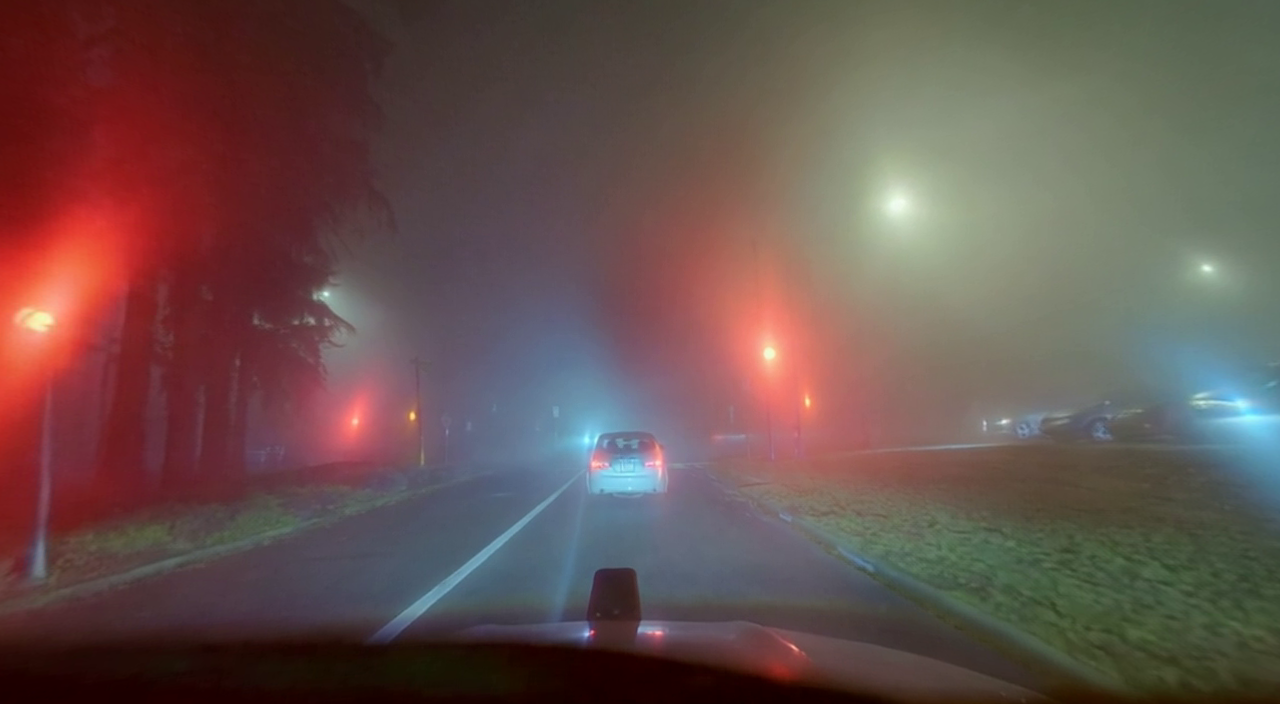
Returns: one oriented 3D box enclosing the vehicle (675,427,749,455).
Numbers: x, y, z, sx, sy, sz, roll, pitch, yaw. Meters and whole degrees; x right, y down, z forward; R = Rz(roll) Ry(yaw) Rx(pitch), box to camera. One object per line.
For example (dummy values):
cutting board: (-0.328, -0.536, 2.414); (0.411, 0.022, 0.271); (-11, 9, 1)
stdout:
vehicle: (4.502, 5.556, 39.185); (4.401, 1.651, 1.966); (-2, -8, 11)

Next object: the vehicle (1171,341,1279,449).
vehicle: (13.001, 0.823, 11.825); (3.937, 1.876, 2.045); (-3, -9, 8)

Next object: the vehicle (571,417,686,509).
vehicle: (-0.199, 2.364, 13.783); (2.142, 1.686, 3.816); (-1, -8, 1)
